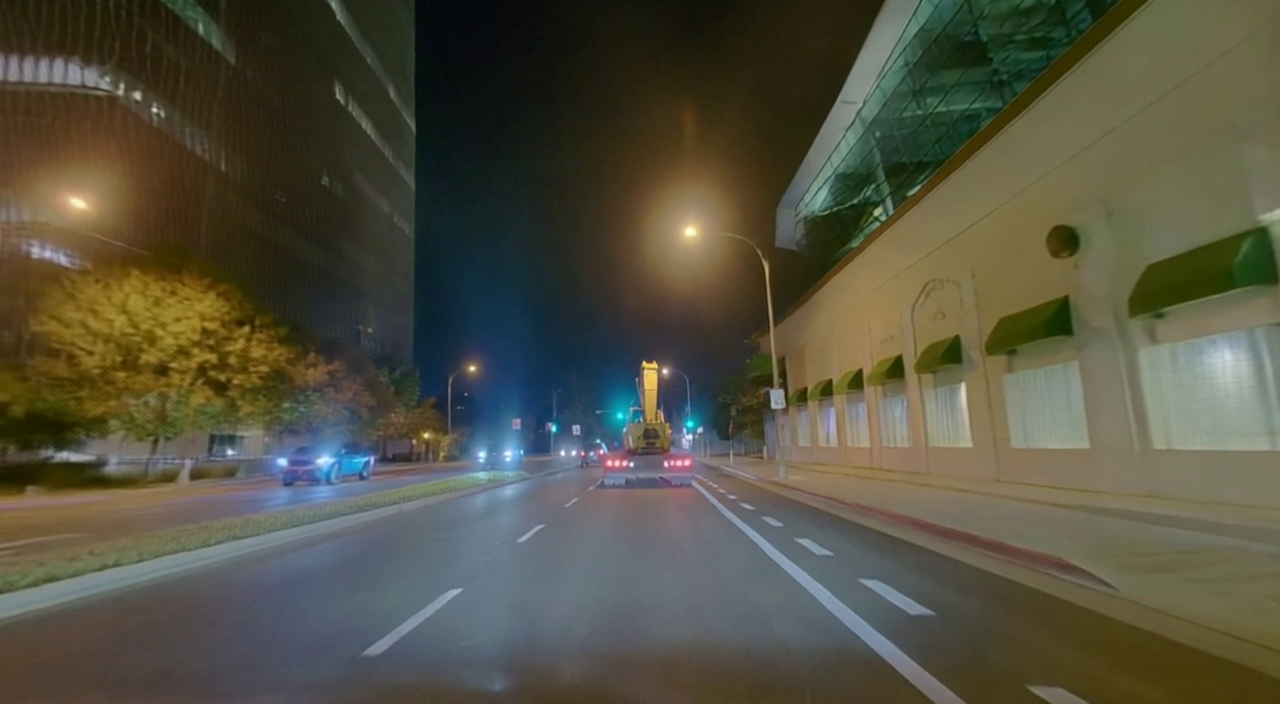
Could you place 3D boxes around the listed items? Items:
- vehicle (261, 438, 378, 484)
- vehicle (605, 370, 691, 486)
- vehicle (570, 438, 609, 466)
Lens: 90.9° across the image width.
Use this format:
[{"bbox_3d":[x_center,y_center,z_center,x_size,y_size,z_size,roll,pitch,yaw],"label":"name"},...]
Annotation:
[{"bbox_3d":[-14.969,5.127,30.037,2.225,1.946,6.187,0,-9,1],"label":"vehicle"},{"bbox_3d":[0.210,3.086,24.462,2.552,3.461,11.044,-1,-8,0],"label":"vehicle"},{"bbox_3d":[-3.157,6.347,40.088,2.081,1.688,4.235,0,-9,0],"label":"vehicle"}]
